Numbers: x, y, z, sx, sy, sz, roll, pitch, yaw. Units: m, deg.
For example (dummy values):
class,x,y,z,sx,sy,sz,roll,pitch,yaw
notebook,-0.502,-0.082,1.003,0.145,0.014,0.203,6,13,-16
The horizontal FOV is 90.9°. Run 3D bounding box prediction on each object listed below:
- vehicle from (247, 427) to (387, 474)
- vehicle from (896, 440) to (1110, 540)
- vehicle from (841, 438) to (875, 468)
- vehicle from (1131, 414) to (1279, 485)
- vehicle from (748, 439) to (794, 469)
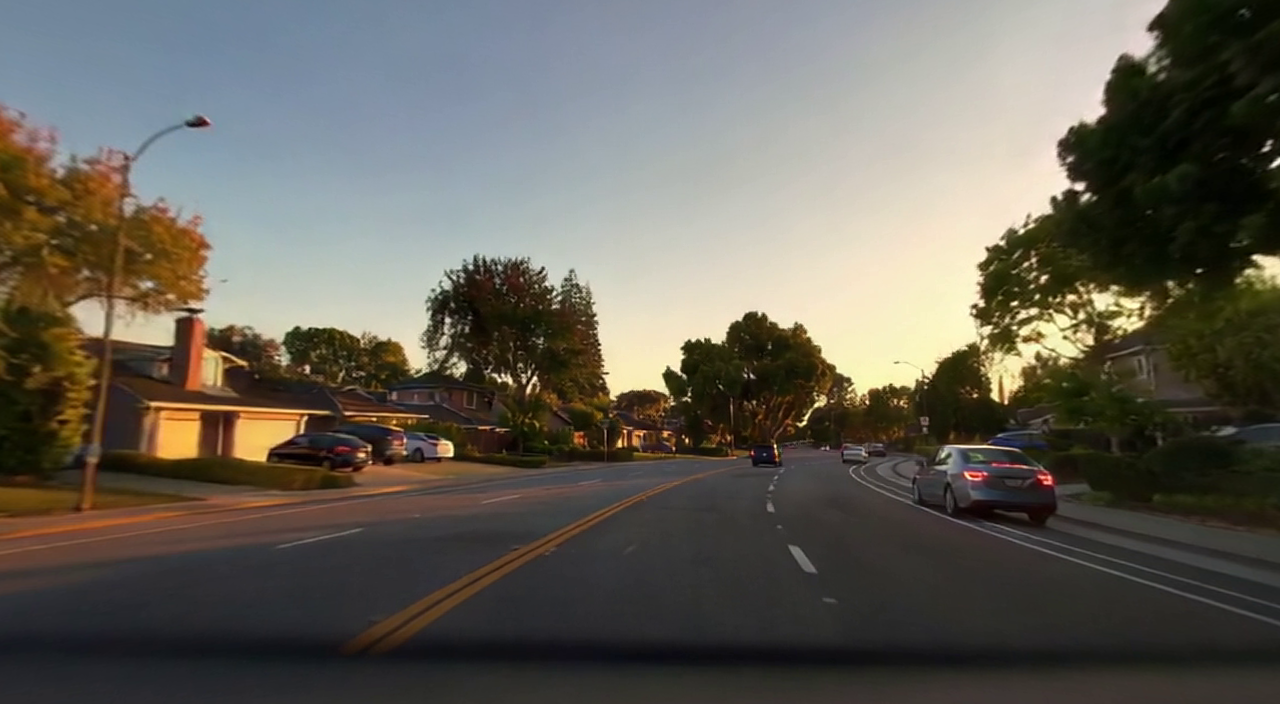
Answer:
class,x,y,z,sx,sy,sz,roll,pitch,yaw
vehicle,-12.936,3.936,25.356,4.646,1.502,1.874,3,-8,9
vehicle,6.475,2.433,11.915,1.934,1.506,4.282,-1,-8,7
vehicle,14.844,6.833,42.928,2.059,1.924,4.257,-3,-9,19
vehicle,16.830,2.653,17.191,4.881,1.808,2.011,-2,-8,12
vehicle,7.917,6.058,37.845,2.106,1.667,4.367,-3,-9,19
